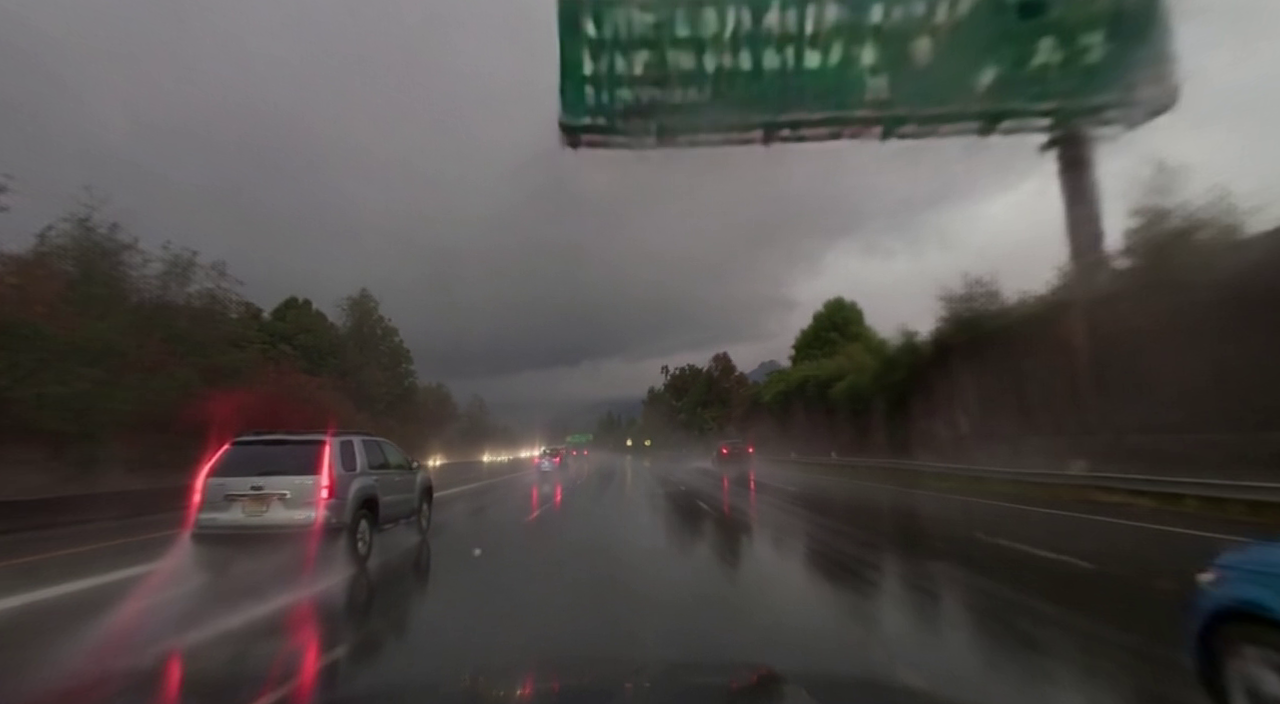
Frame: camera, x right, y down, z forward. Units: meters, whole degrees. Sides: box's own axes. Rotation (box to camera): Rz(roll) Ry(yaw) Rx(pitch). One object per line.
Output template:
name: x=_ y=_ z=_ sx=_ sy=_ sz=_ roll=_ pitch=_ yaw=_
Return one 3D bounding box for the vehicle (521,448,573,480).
vehicle: x=-4.539 y=5.523 z=31.352 sx=2.009 sy=1.488 sz=4.289 roll=0 pitch=-9 yaw=-1

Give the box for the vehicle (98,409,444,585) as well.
vehicle: x=-4.389 y=1.792 z=8.540 sx=2.079 sy=1.745 sz=4.281 roll=0 pitch=-9 yaw=0

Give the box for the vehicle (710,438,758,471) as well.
vehicle: x=6.451 y=7.126 z=43.860 sx=2.378 sy=2.096 sz=5.119 roll=1 pitch=-9 yaw=-2
